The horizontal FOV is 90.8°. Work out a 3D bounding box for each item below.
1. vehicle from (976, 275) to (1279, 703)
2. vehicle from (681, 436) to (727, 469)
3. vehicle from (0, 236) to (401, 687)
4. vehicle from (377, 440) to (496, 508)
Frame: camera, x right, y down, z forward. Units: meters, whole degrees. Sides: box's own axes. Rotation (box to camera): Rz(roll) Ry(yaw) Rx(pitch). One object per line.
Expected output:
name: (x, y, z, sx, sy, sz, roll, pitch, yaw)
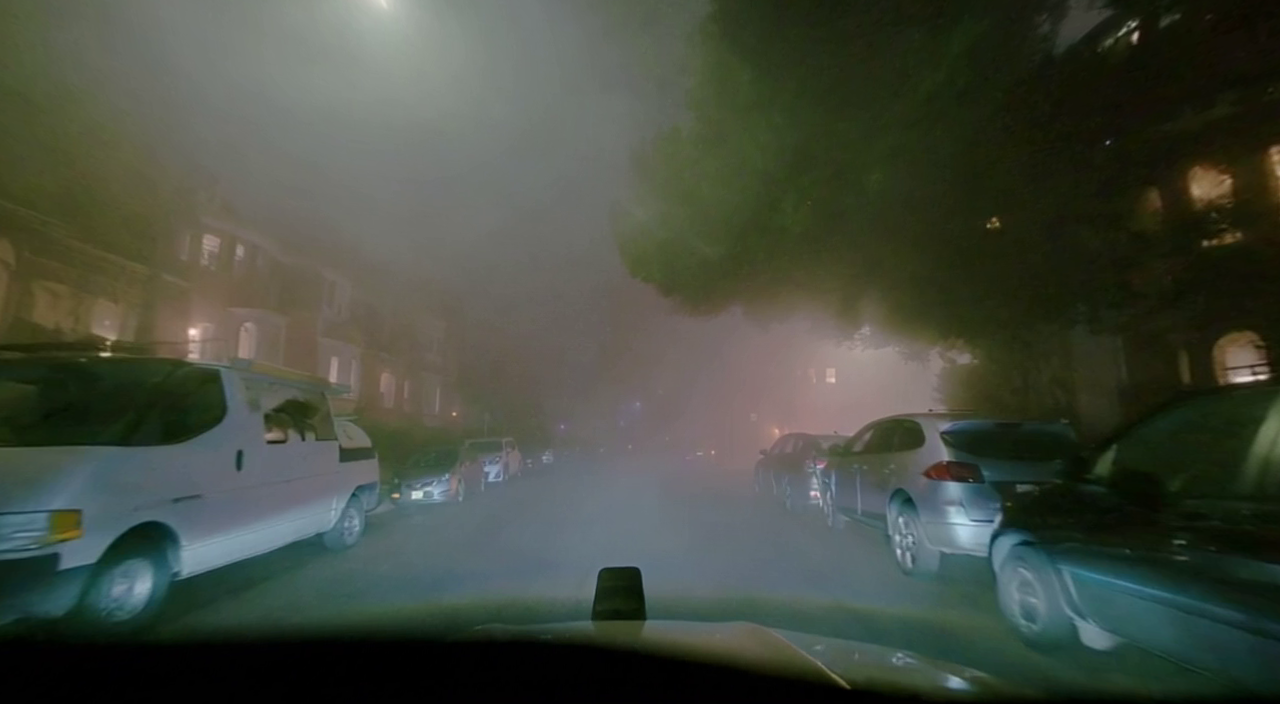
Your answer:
vehicle: (3.644, 0.609, 1.866, 2.251, 1.979, 5.223, 0, -8, -2)
vehicle: (3.486, 5.584, 35.365, 1.994, 1.710, 4.699, 0, -8, -1)
vehicle: (-4.959, 1.071, 6.827, 2.330, 2.676, 6.346, 0, -8, -1)
vehicle: (-4.995, 3.020, 16.195, 1.901, 1.486, 4.422, 1, -8, -5)
